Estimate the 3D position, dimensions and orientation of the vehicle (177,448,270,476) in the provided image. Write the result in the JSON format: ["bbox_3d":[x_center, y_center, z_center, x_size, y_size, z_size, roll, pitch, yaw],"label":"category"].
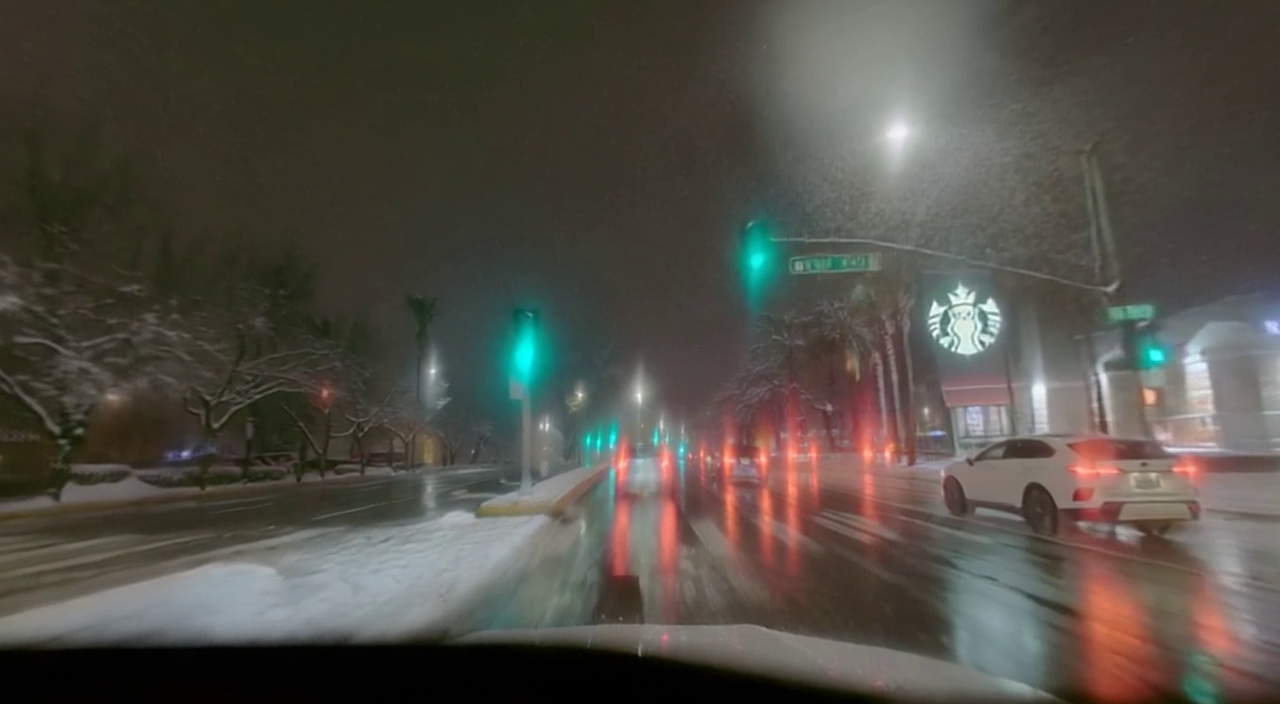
[{"bbox_3d":[-30.816,8.174,46.858,5.230,1.986,2.250,-1,-11,3],"label":"vehicle"}]

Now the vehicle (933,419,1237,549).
[{"bbox_3d":[6.828,2.040,10.410,1.940,1.674,4.085,0,-8,-1],"label":"vehicle"}]

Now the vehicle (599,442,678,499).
[{"bbox_3d":[-0.057,3.470,18.959,2.110,1.487,3.873,0,-8,0],"label":"vehicle"}]

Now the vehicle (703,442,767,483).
[{"bbox_3d":[3.821,4.507,26.218,1.892,1.532,4.177,0,-8,-2],"label":"vehicle"}]
